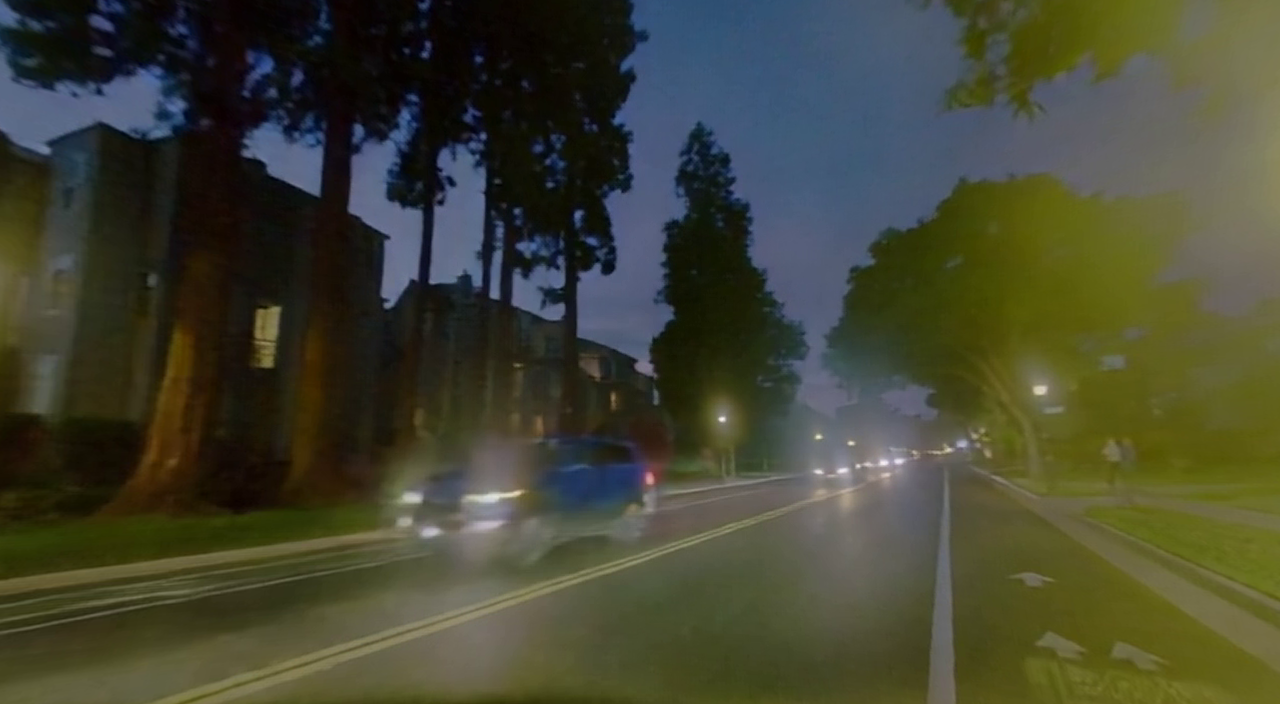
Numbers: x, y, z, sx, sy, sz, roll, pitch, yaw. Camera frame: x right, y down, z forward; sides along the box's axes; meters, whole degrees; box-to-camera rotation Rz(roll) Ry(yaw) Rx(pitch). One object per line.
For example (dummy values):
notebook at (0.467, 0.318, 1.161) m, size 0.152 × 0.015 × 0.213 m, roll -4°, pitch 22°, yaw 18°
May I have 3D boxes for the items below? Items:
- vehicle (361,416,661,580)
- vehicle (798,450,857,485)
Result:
vehicle at (-1.585, 2.010, 9.665) m, size 2.089 × 1.835 × 4.528 m, roll -4°, pitch -9°, yaw 26°
vehicle at (9.164, 5.533, 30.617) m, size 1.906 × 1.498 × 4.222 m, roll -4°, pitch -9°, yaw 27°
